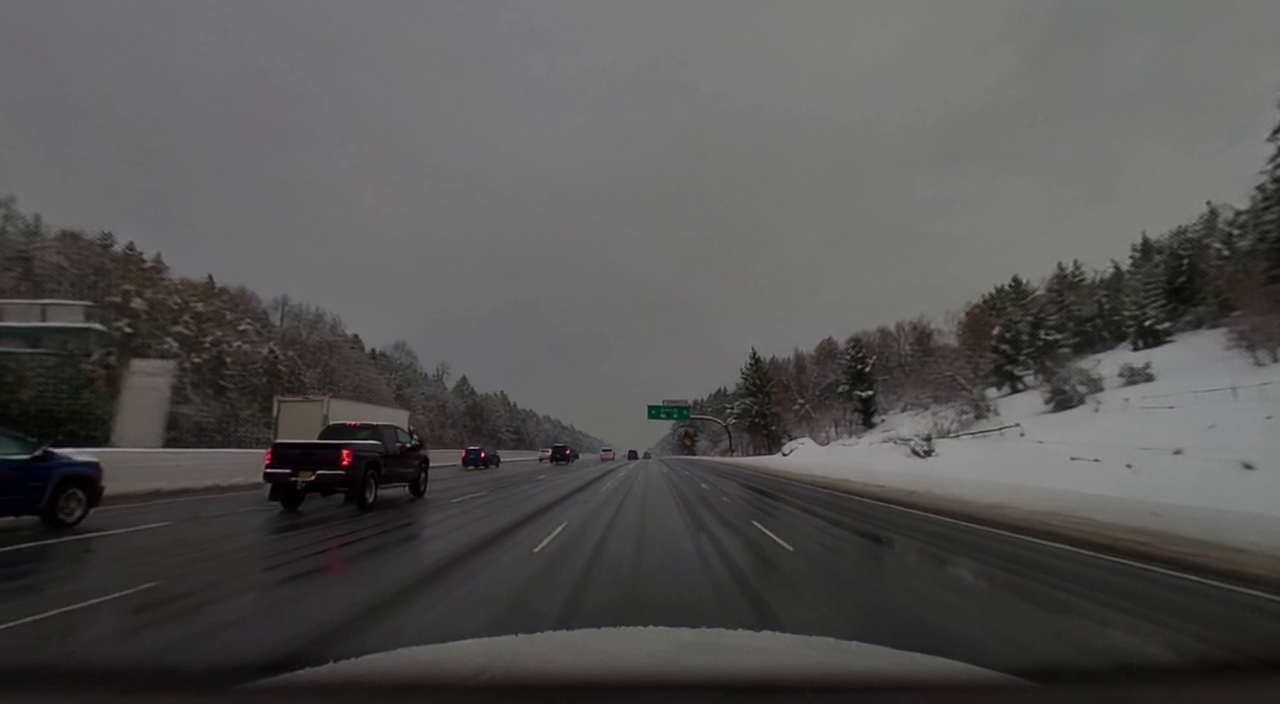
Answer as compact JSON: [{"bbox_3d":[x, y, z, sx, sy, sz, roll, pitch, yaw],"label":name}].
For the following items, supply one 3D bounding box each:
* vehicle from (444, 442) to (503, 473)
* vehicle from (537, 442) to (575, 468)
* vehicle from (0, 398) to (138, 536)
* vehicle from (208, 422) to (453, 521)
[{"bbox_3d":[-9.540,6.082,36.570,2.060,1.662,4.469,0,-8,2],"label":"vehicle"},{"bbox_3d":[-5.944,7.328,45.136,2.009,1.735,4.358,0,-8,1],"label":"vehicle"},{"bbox_3d":[-10.293,1.513,8.136,2.576,1.922,6.067,0,-8,1],"label":"vehicle"},{"bbox_3d":[-6.502,2.608,14.534,2.403,1.773,6.276,0,-8,1],"label":"vehicle"}]
